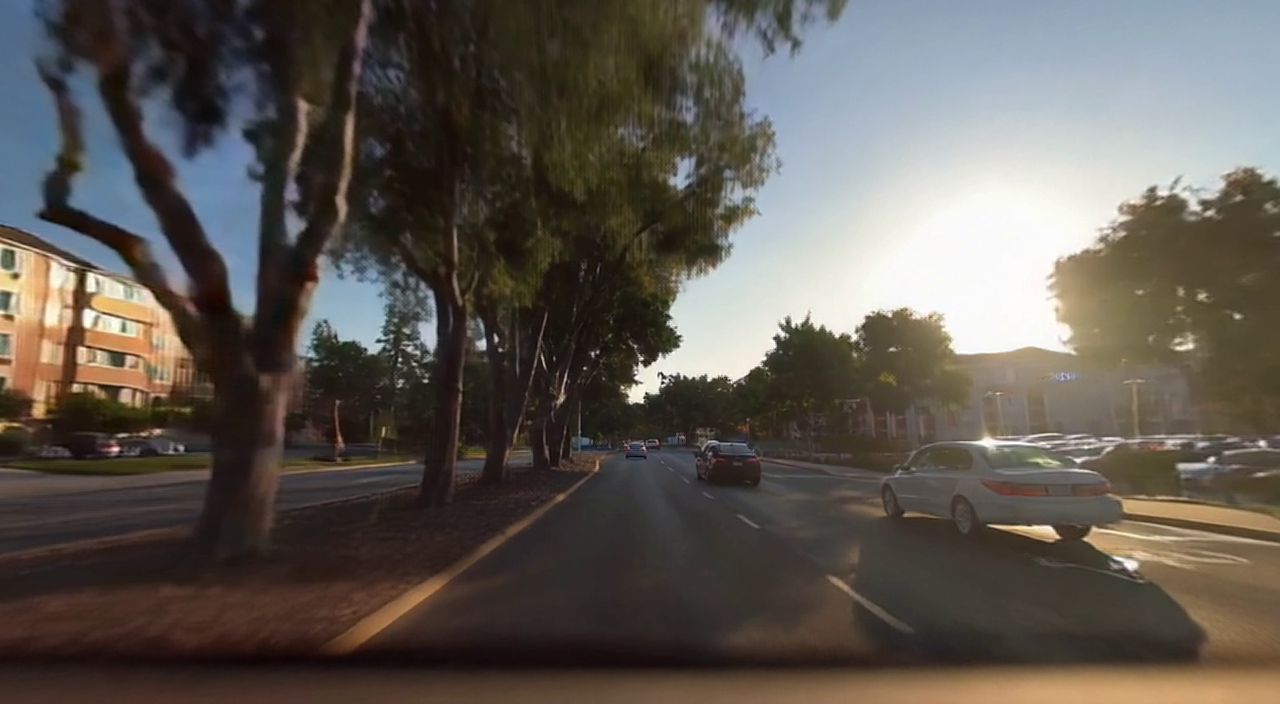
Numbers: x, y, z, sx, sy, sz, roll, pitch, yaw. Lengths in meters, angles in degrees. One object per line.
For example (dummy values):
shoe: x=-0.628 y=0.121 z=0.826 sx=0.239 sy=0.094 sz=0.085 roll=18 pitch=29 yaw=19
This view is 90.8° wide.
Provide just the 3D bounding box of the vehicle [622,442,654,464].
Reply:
vehicle: x=-0.184 y=6.880 z=43.161 sx=2.095 sy=1.456 sz=3.873 roll=0 pitch=-8 yaw=-1

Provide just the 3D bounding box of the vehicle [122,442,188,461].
vehicle: x=-37.998 y=7.788 z=49.543 sx=3.747 sy=1.422 sz=1.643 roll=0 pitch=-9 yaw=-1

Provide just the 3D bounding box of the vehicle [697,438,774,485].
vehicle: x=3.362 y=3.964 z=23.233 sx=1.953 sy=1.514 sz=4.672 roll=0 pitch=-8 yaw=-2

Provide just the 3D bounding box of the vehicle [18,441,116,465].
vehicle: x=-37.541 y=6.624 z=41.427 sx=4.467 sy=1.473 sz=2.118 roll=-1 pitch=-9 yaw=4

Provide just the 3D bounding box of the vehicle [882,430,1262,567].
vehicle: x=5.794 y=1.984 z=9.473 sx=2.098 sy=1.507 sz=4.655 roll=1 pitch=-9 yaw=-6
